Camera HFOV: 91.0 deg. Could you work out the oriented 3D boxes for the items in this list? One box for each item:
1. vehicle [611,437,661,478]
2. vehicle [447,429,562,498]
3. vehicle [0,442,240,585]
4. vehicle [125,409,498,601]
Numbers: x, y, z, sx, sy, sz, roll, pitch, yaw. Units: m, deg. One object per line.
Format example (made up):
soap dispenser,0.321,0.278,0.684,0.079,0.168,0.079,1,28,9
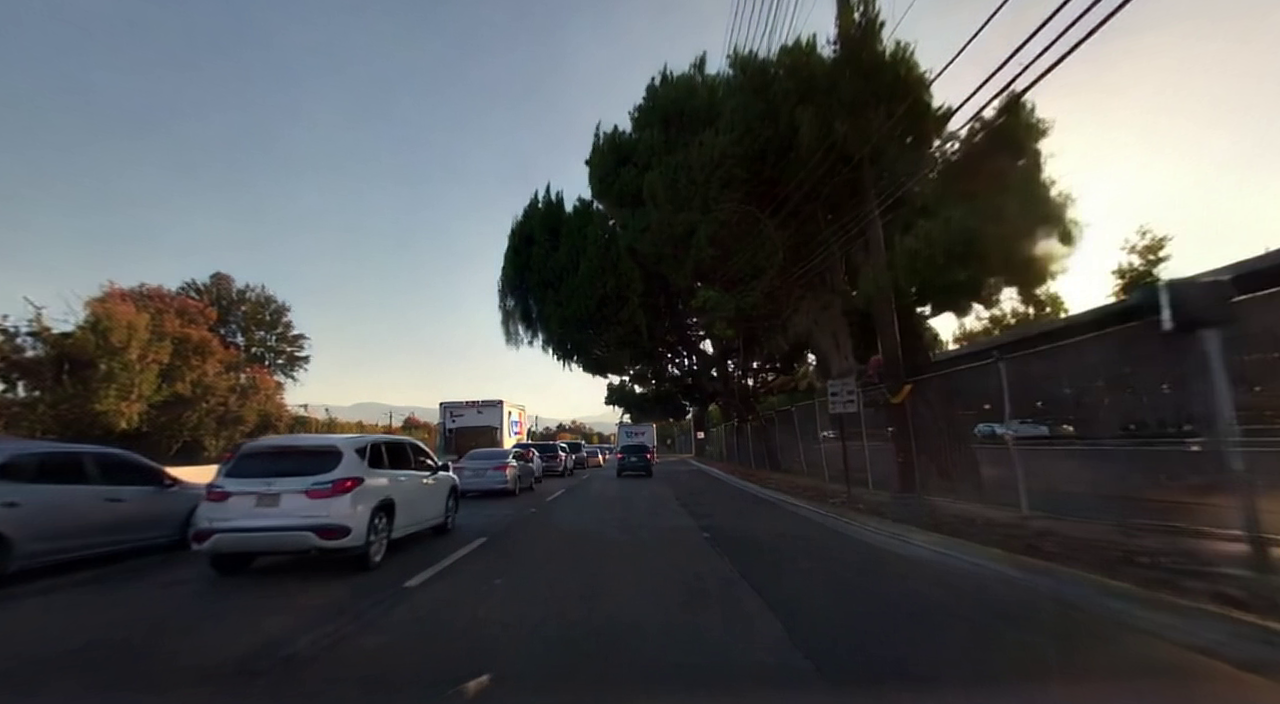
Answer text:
vehicle,-0.207,4.706,28.275,2.055,1.671,4.147,0,-8,-1
vehicle,-3.896,3.317,19.141,2.263,1.803,4.868,0,-8,2
vehicle,-7.676,1.894,7.964,1.909,1.473,5.050,0,-8,0
vehicle,-3.453,1.707,8.067,2.057,1.673,4.934,0,-8,1
